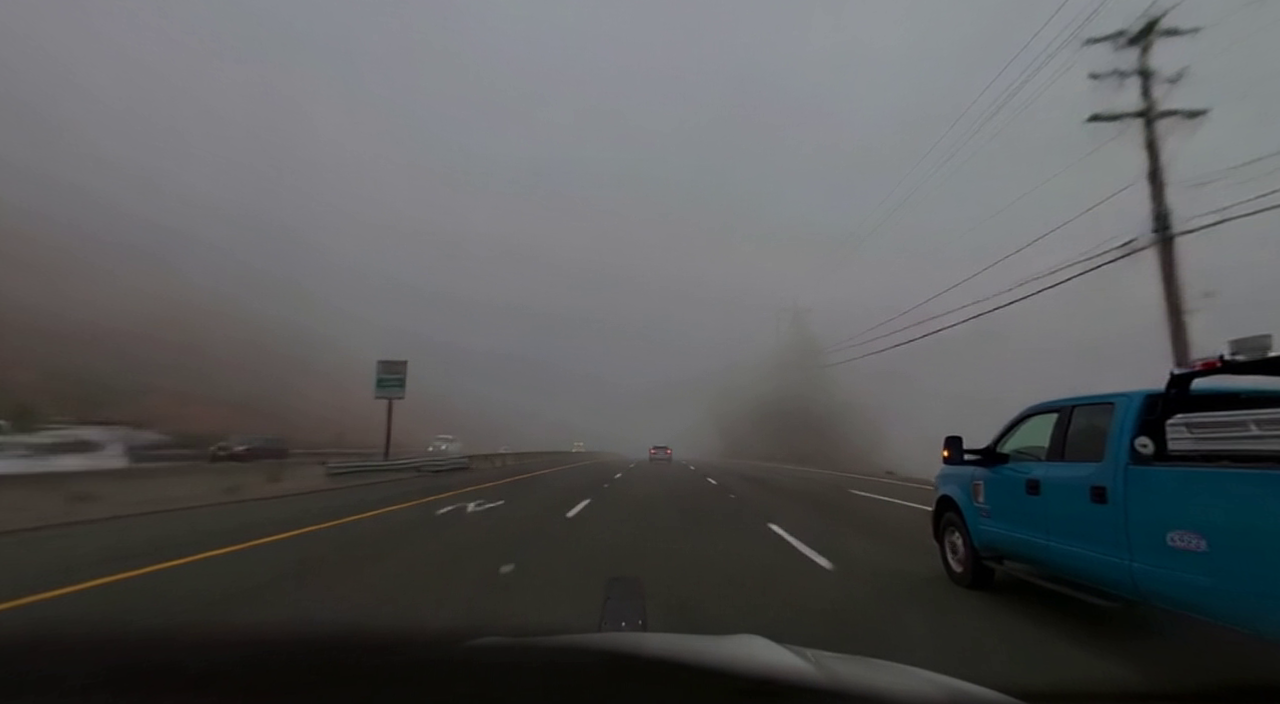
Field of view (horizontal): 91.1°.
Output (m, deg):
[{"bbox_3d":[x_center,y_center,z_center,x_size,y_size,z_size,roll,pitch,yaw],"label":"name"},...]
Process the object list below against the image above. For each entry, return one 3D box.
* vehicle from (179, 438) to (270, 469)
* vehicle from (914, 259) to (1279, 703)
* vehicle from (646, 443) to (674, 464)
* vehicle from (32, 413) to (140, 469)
[{"bbox_3d":[-24.570,6.004,37.408,1.981,1.713,4.811,0,-9,2],"label":"vehicle"},{"bbox_3d":[4.059,0.774,3.077,2.538,2.228,6.370,0,-9,0],"label":"vehicle"},{"bbox_3d":[1.466,7.778,48.112,2.034,1.549,4.147,0,-9,0],"label":"vehicle"},{"bbox_3d":[-28.492,4.628,32.462,2.035,2.698,3.636,0,-9,2],"label":"vehicle"}]
